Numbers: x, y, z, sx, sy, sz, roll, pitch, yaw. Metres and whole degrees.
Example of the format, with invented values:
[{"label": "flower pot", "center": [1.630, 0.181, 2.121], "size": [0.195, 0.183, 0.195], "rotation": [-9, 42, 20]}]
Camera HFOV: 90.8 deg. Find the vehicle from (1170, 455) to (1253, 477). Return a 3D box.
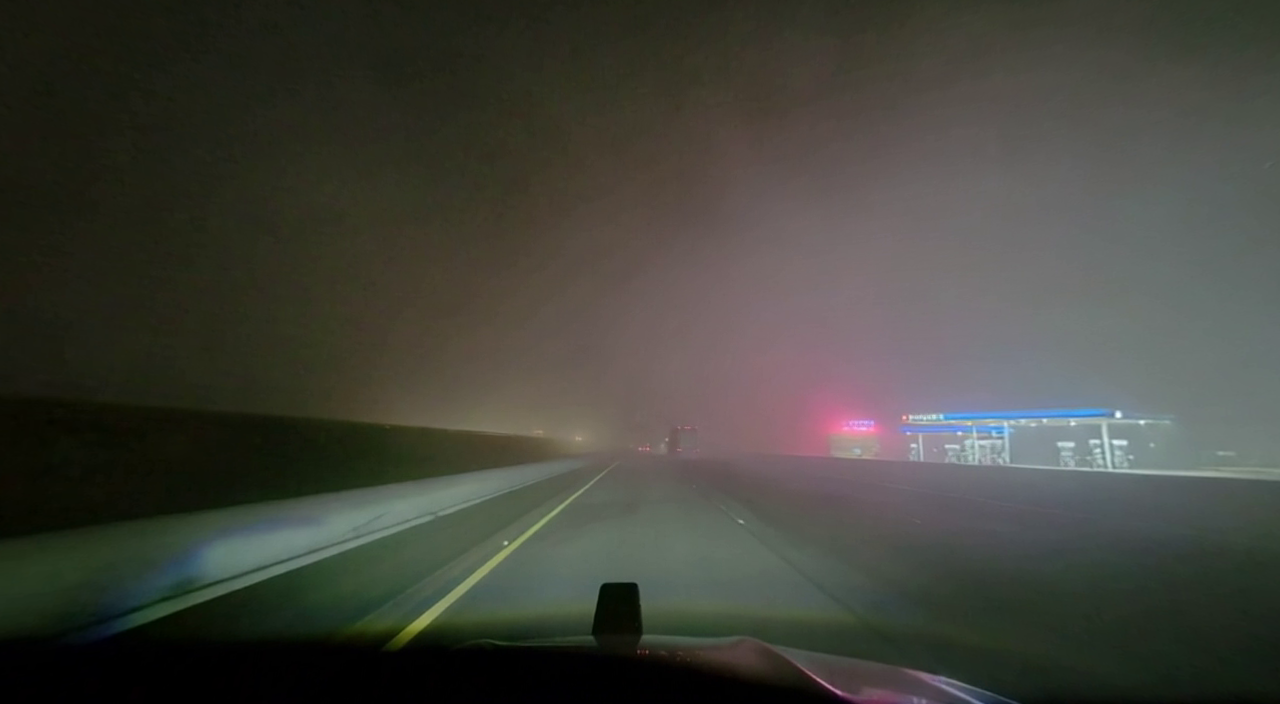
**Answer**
[{"label": "vehicle", "center": [43.429, 8.636, 48.155], "size": [1.820, 1.466, 4.874], "rotation": [0, -8, 1]}]
